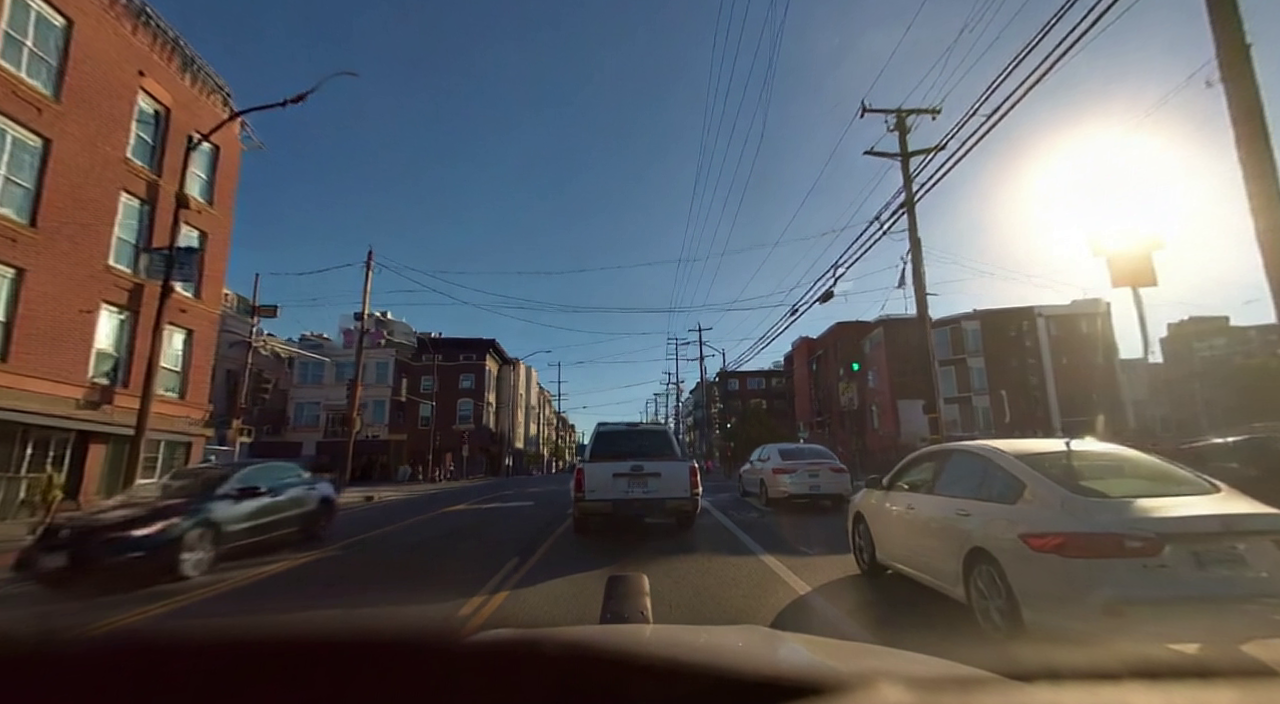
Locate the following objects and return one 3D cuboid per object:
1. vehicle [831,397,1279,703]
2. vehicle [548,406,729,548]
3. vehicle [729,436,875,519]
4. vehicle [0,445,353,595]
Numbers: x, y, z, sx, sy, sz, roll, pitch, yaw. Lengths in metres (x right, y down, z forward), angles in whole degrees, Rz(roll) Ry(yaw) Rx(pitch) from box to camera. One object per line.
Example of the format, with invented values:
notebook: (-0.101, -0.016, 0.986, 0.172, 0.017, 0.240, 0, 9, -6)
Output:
vehicle: (3.203, 1.317, 5.270, 1.906, 1.578, 4.020, 0, -8, -1)
vehicle: (-0.064, 1.845, 9.895, 2.232, 1.736, 4.036, 0, -8, -1)
vehicle: (3.178, 2.545, 13.356, 1.970, 1.452, 4.227, 0, -8, 0)
vehicle: (-6.034, 2.085, 8.788, 2.014, 1.538, 4.275, 0, -8, 1)
